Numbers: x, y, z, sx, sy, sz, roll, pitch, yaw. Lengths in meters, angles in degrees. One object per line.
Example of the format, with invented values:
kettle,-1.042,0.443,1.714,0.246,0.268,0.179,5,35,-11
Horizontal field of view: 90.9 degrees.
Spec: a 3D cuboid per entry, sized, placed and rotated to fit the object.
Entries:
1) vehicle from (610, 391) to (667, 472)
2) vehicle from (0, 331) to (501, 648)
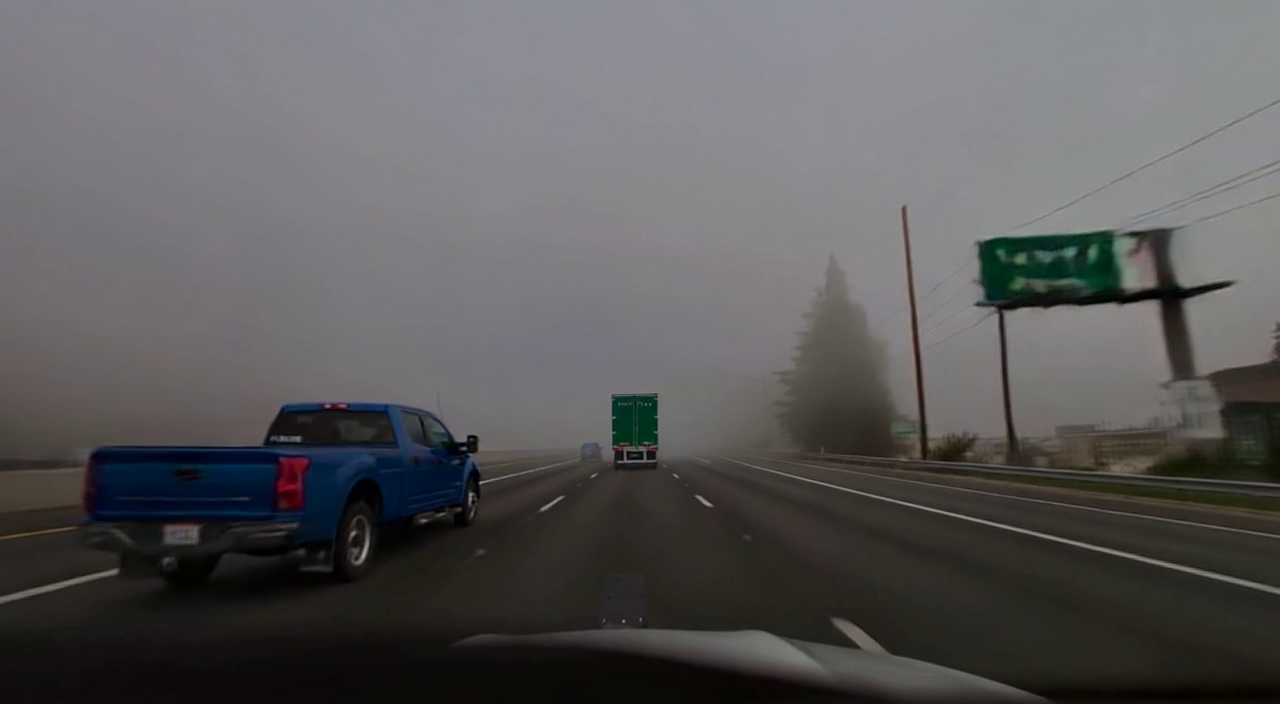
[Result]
vehicle,-0.101,4.997,38.736,2.879,4.085,13.125,0,-8,0
vehicle,-3.798,1.384,7.579,2.749,2.141,6.515,0,-8,0
